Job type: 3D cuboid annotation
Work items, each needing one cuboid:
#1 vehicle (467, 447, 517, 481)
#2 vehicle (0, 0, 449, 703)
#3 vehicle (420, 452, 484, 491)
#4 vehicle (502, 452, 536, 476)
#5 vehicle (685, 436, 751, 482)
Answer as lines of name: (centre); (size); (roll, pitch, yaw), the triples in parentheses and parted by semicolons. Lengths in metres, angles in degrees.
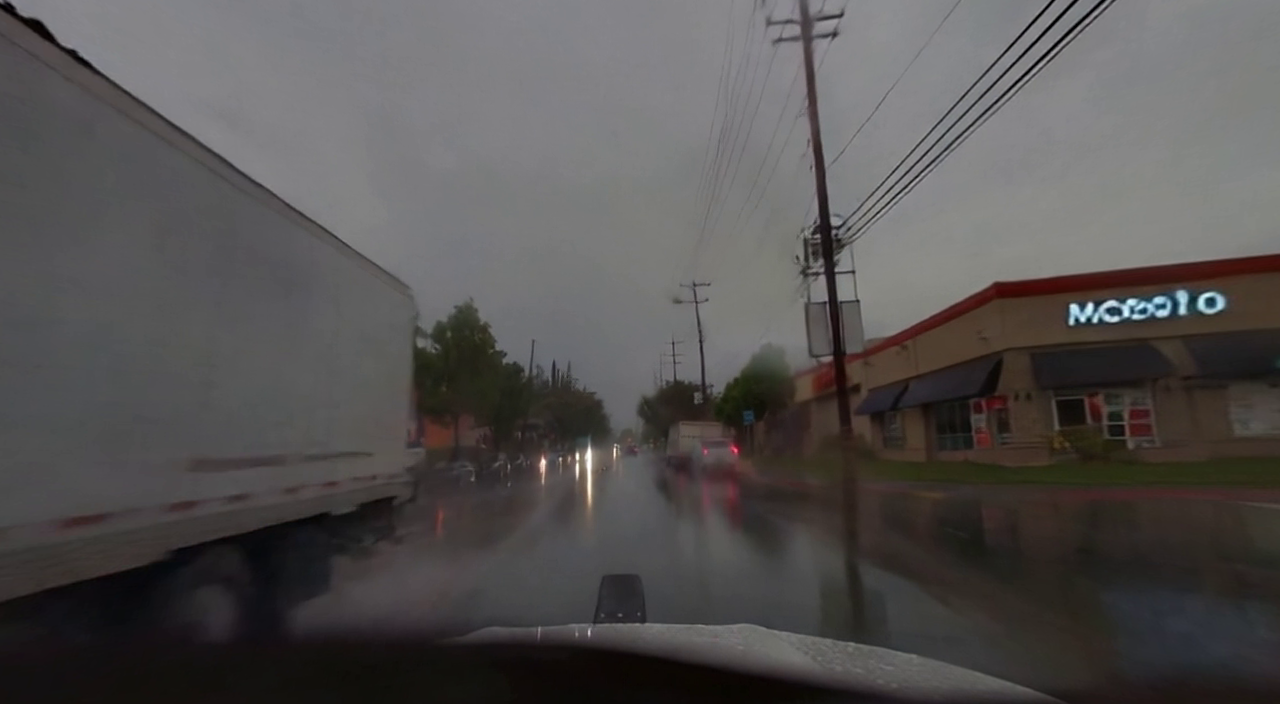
vehicle: (-8.432, 6.386, 36.415); (1.882, 1.639, 4.187); (-3, -7, -1)
vehicle: (-3.773, -0.017, 1.395); (2.994, 3.308, 12.131); (0, -8, 0)
vehicle: (-8.423, 5.349, 28.679); (1.704, 1.464, 4.089); (-2, -7, 0)
vehicle: (-8.460, 7.819, 44.342); (1.678, 1.468, 3.706); (-1, -8, 0)
vehicle: (3.239, 4.548, 27.240); (2.097, 1.784, 4.915); (0, -8, -1)
